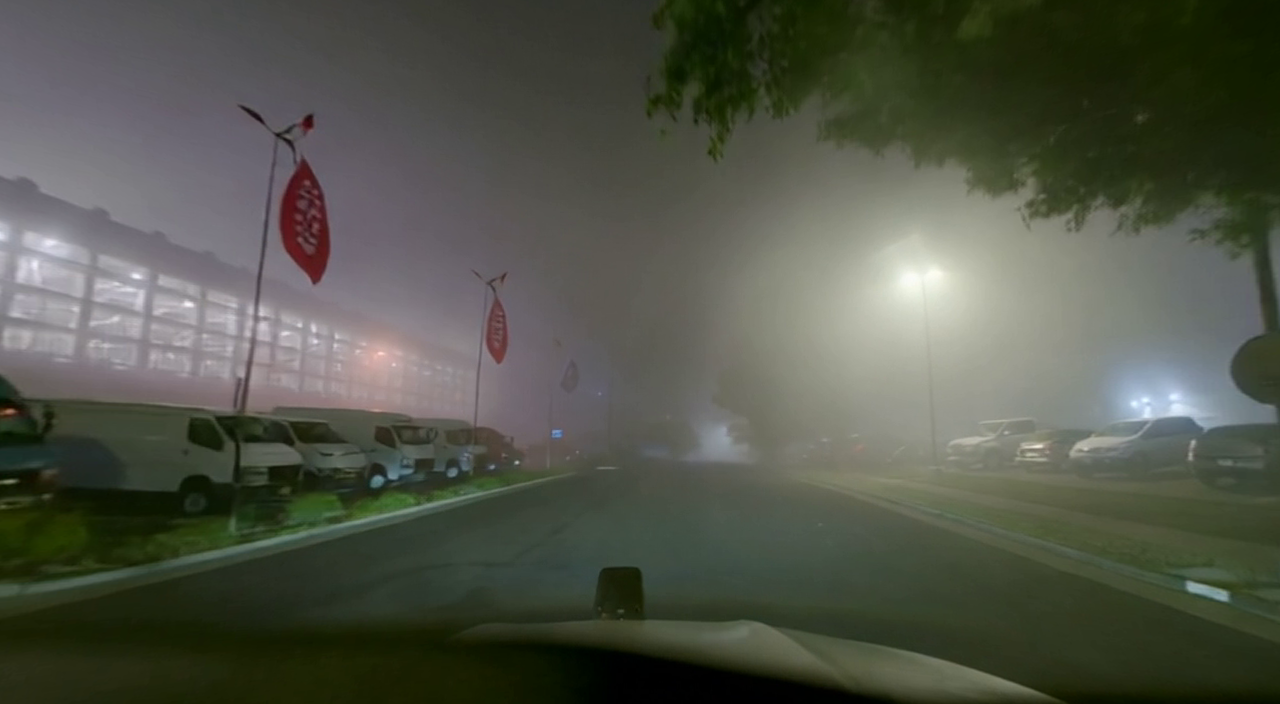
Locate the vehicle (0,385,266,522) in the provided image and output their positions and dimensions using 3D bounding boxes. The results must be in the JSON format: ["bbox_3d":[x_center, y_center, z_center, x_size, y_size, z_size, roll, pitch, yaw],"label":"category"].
[{"bbox_3d":[-10.868,1.810,11.783,6.505,2.227,2.242,-1,-7,5],"label":"vehicle"}]

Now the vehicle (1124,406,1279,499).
[{"bbox_3d":[13.076,2.099,13.461,4.766,1.676,2.167,3,-9,-23],"label":"vehicle"}]

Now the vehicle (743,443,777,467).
[{"bbox_3d":[8.952,7.707,47.404,2.026,1.659,4.314,-1,-8,5],"label":"vehicle"}]
